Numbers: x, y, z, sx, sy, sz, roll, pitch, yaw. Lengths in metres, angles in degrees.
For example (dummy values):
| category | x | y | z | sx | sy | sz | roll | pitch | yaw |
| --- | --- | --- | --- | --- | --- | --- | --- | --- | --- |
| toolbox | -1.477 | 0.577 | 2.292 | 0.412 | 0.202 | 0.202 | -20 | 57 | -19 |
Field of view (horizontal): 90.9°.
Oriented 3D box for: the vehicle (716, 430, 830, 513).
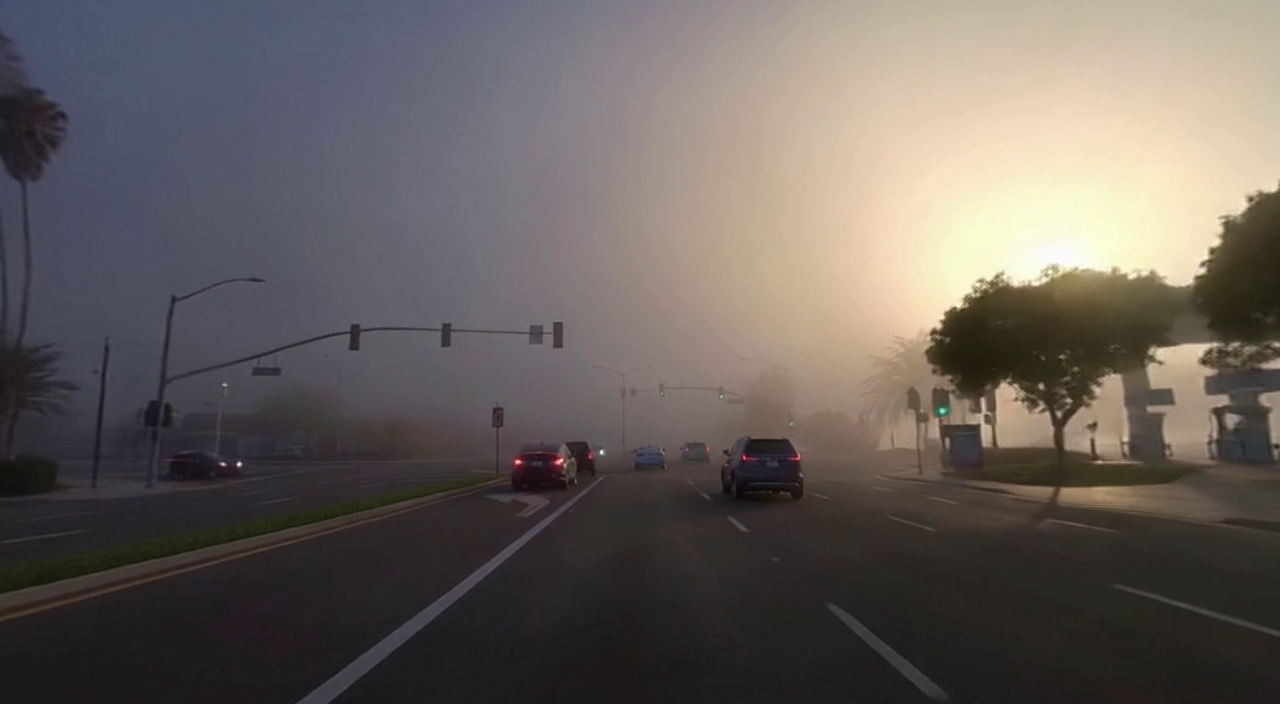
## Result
| category | x | y | z | sx | sy | sz | roll | pitch | yaw |
| --- | --- | --- | --- | --- | --- | --- | --- | --- | --- |
| vehicle | 3.076 | 2.835 | 15.427 | 1.872 | 1.752 | 3.896 | 0 | -8 | -1 |

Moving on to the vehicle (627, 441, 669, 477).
| category | x | y | z | sx | sy | sz | roll | pitch | yaw |
| --- | --- | --- | --- | --- | --- | --- | --- | --- | --- |
| vehicle | 0.398 | 5.353 | 31.815 | 1.991 | 1.664 | 3.814 | 0 | -8 | 0 |

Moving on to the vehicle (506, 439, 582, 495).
| category | x | y | z | sx | sy | sz | roll | pitch | yaw |
| --- | --- | --- | --- | --- | --- | --- | --- | --- | --- |
| vehicle | -3.023 | 3.697 | 20.713 | 1.788 | 1.600 | 4.298 | 0 | -8 | 1 |

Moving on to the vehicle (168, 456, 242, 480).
| category | x | y | z | sx | sy | sz | roll | pitch | yaw |
| --- | --- | --- | --- | --- | --- | --- | --- | --- | --- |
| vehicle | -31.269 | 8.323 | 45.369 | 3.811 | 1.628 | 1.920 | 0 | -8 | 2 |

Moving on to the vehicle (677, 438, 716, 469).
| category | x | y | z | sx | sy | sz | roll | pitch | yaw |
| --- | --- | --- | --- | --- | --- | --- | --- | --- | --- |
| vehicle | 3.764 | 6.879 | 42.796 | 2.154 | 1.975 | 4.634 | 0 | -8 | 0 |
